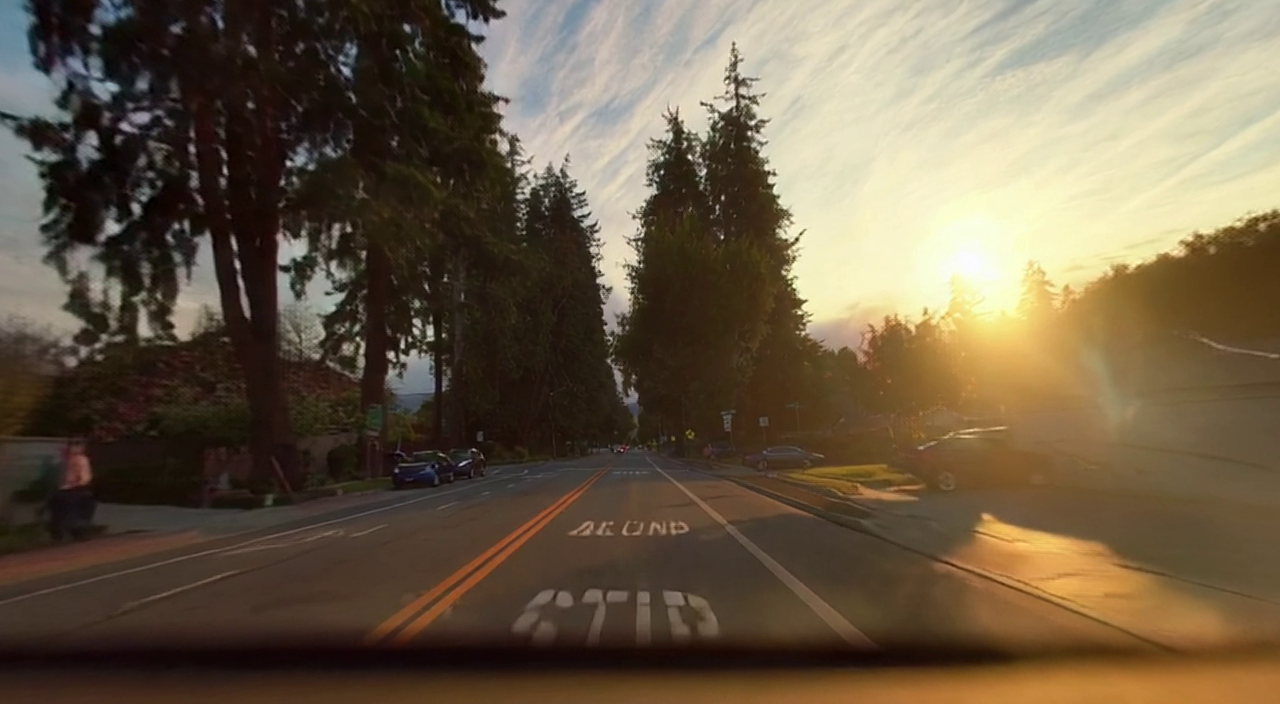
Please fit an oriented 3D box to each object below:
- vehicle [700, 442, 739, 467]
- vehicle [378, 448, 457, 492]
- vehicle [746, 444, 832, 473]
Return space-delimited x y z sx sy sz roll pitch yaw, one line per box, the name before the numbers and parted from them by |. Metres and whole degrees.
vehicle | 5.600 7.266 44.785 2.096 1.713 4.606 0 -9 -1
vehicle | -9.360 4.969 26.871 1.998 1.684 4.180 1 -9 -3
vehicle | 8.068 5.808 34.495 4.438 1.466 1.943 -1 -9 9
